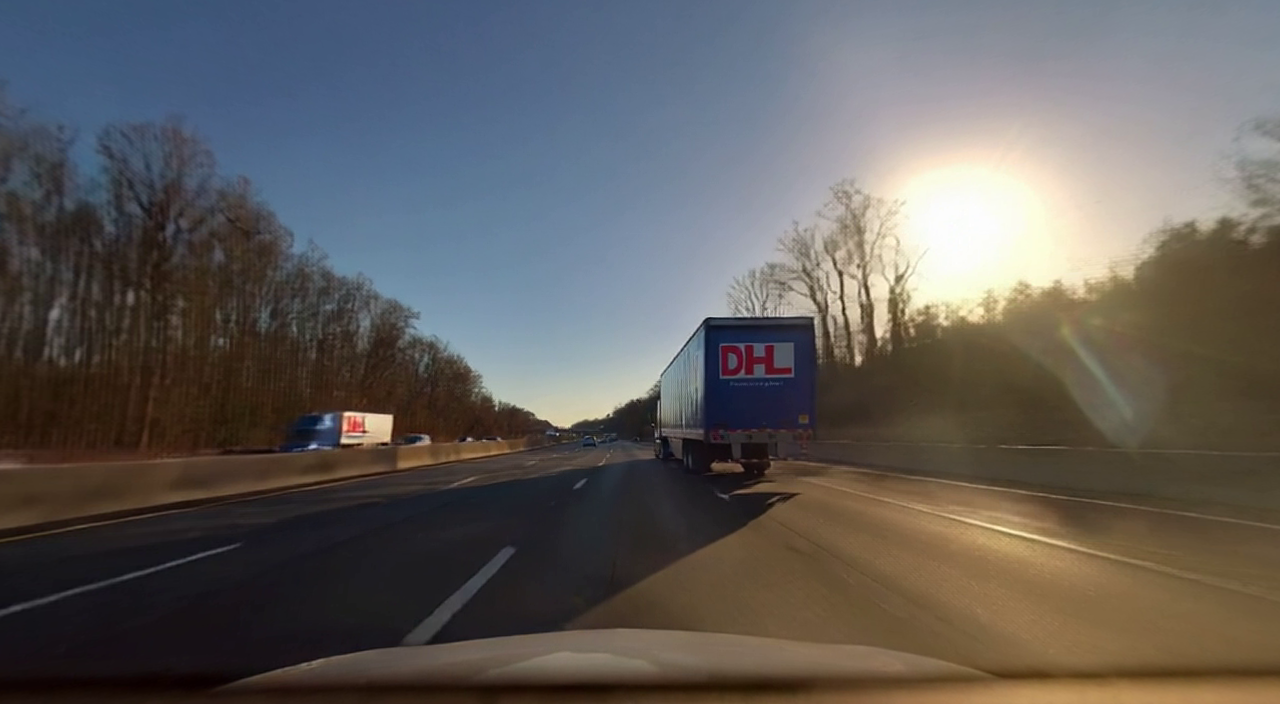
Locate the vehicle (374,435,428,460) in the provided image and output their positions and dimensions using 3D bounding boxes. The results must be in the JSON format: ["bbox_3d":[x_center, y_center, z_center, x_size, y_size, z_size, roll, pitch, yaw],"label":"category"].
[{"bbox_3d":[-17.029,6.799,45.056,2.030,1.655,4.893,0,-8,-1],"label":"vehicle"}]

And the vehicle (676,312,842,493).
[{"bbox_3d":[3.011,1.736,19.164,3.011,4.211,8.926,0,-8,-2],"label":"vehicle"}]
